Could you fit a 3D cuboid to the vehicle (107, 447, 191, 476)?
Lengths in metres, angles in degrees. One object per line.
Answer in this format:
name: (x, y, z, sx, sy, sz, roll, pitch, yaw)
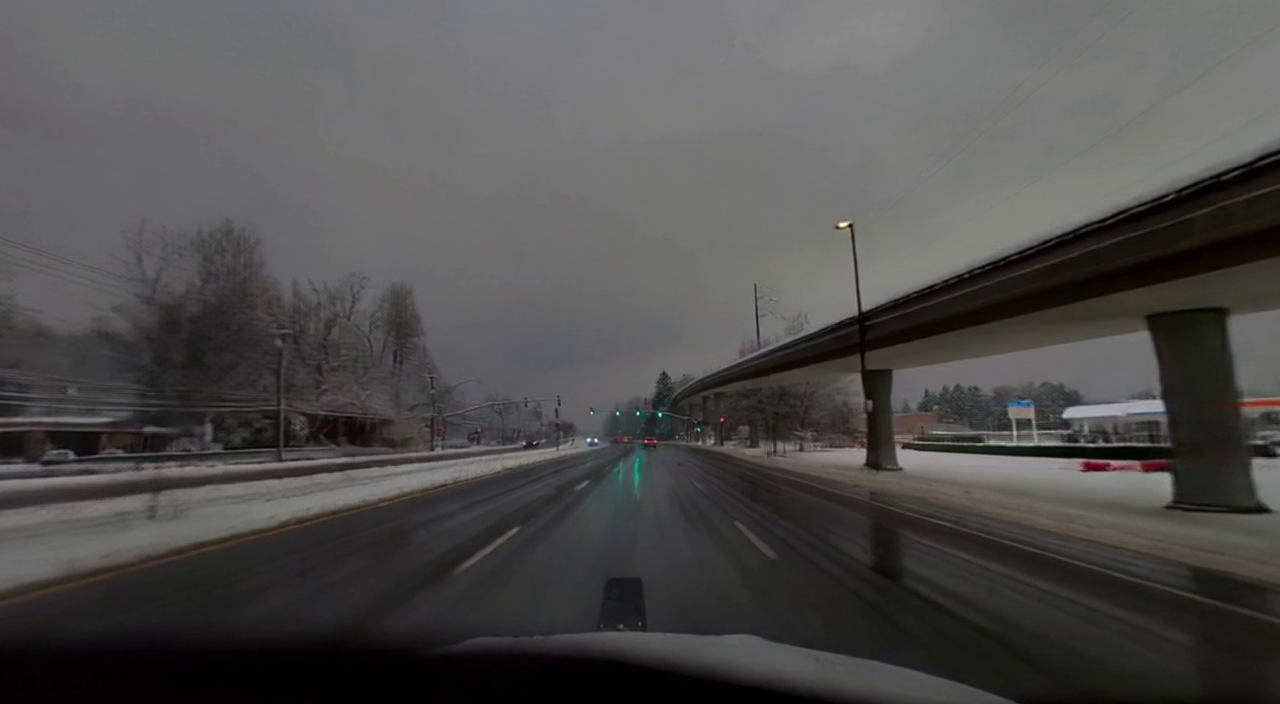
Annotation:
vehicle: (-26.995, 5.977, 34.478, 4.488, 1.486, 1.991, -5, -10, 30)
